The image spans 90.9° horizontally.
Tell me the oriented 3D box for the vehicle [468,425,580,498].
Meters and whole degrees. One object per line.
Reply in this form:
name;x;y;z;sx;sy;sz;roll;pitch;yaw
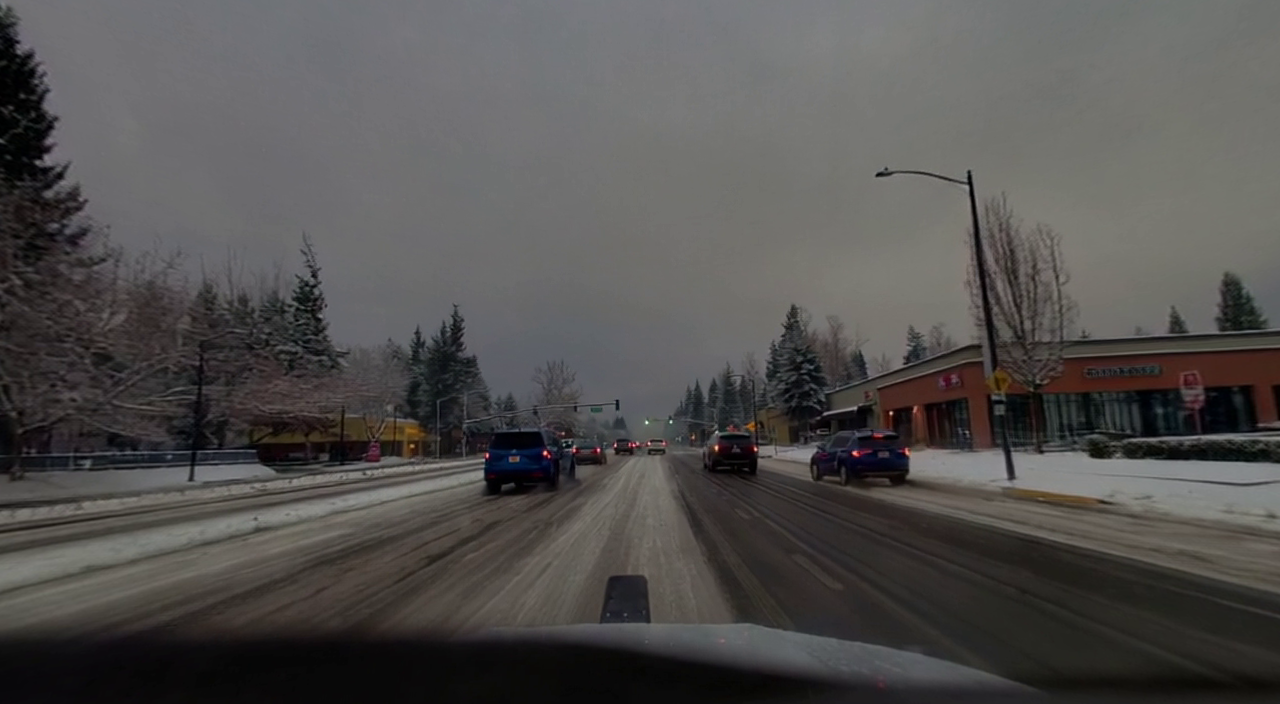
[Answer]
vehicle;-2.992;2.961;17.358;2.141;1.719;4.379;0;-9;2

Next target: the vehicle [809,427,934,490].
vehicle;6.877;3.230;19.346;2.088;1.666;4.512;0;-9;-1

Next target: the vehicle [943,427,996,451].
vehicle;23.484;6.239;45.026;1.800;1.563;3.827;-1;-9;2

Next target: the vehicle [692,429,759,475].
vehicle;3.545;4.279;27.109;2.178;1.804;4.766;0;-9;0
